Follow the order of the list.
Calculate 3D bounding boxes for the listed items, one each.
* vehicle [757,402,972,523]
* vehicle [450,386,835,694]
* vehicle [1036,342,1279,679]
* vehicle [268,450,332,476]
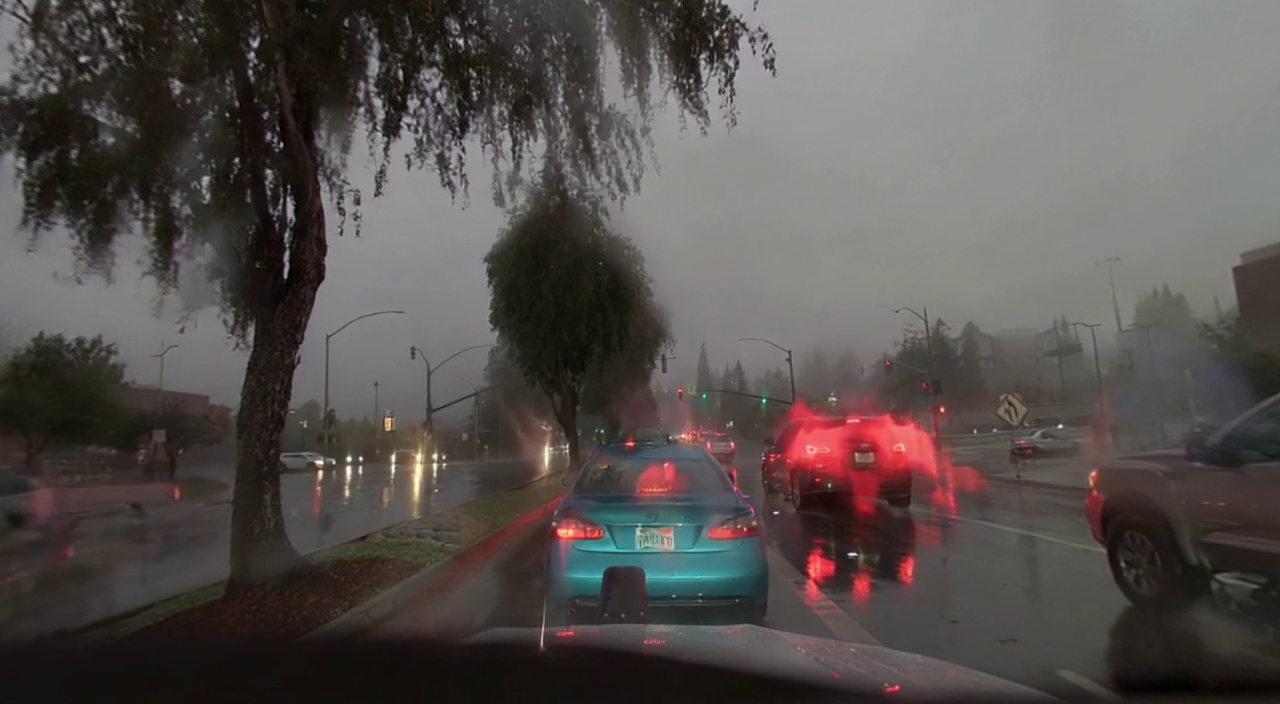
[{"bbox_3d":[4.171,2.209,13.120,2.319,1.930,5.651,0,-8,-1],"label":"vehicle"},{"bbox_3d":[-0.017,1.324,5.539,2.116,1.677,3.948,0,-8,-1],"label":"vehicle"},{"bbox_3d":[4.461,0.809,3.125,2.019,1.803,4.634,-1,-8,1],"label":"vehicle"},{"bbox_3d":[-24.063,7.843,44.822,1.798,1.706,4.385,-1,-8,6],"label":"vehicle"}]
